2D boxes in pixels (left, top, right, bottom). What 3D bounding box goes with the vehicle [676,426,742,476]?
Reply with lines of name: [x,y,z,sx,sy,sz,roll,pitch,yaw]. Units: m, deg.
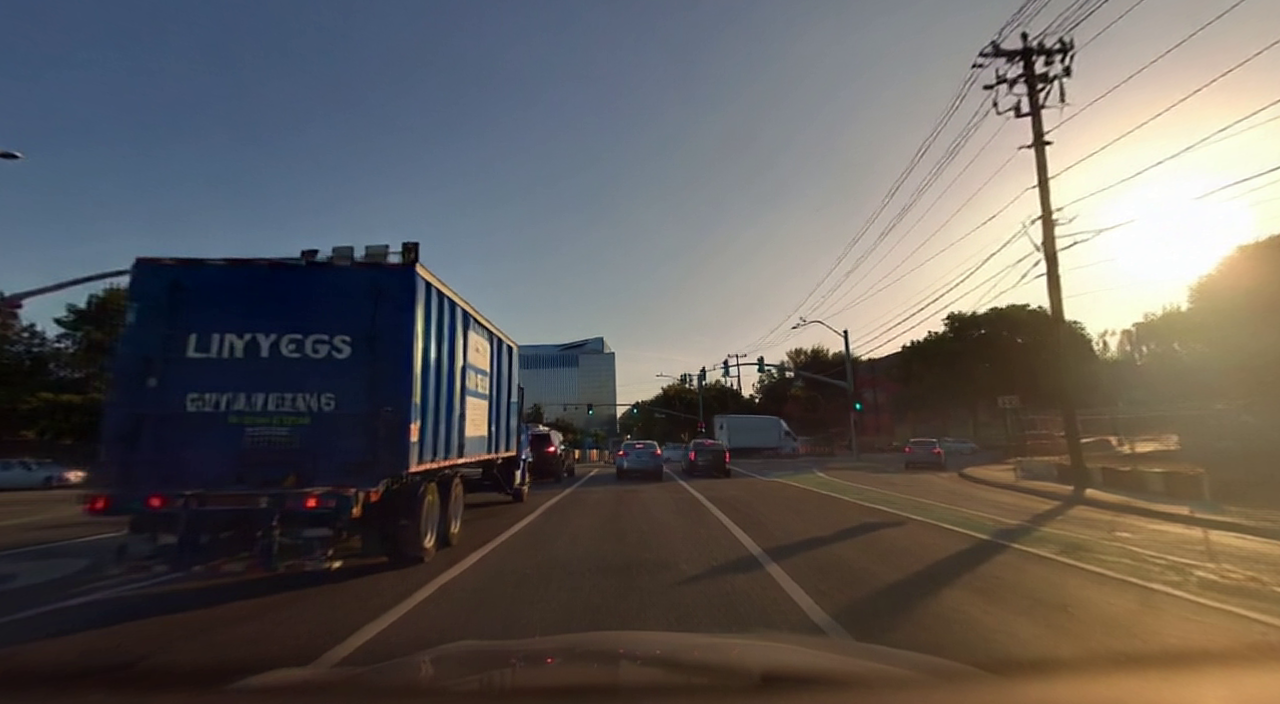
vehicle: [2.722,4.054,26.010,2.086,1.849,4.607,0,-8,-2]

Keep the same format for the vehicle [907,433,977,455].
vehicle: [23.729,7.238,49.664,5.208,1.624,1.927,3,-9,-24]

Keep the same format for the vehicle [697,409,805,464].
vehicle: [7.475,5.689,42.647,6.670,3.450,2.666,3,-9,-22]

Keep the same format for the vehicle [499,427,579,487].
vehicle: [-3.286,3.531,21.514,1.994,1.806,4.564,0,-8,0]

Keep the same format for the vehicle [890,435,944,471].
vehicle: [14.026,5.045,31.863,2.102,1.662,4.533,-4,-9,27]

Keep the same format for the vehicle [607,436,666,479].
vehicle: [-0.167,4.045,24.545,2.117,1.499,4.036,0,-8,-1]

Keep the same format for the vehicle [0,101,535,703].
vehicle: [-3.418,0.758,7.612,2.889,3.347,8.285,0,-8,0]
